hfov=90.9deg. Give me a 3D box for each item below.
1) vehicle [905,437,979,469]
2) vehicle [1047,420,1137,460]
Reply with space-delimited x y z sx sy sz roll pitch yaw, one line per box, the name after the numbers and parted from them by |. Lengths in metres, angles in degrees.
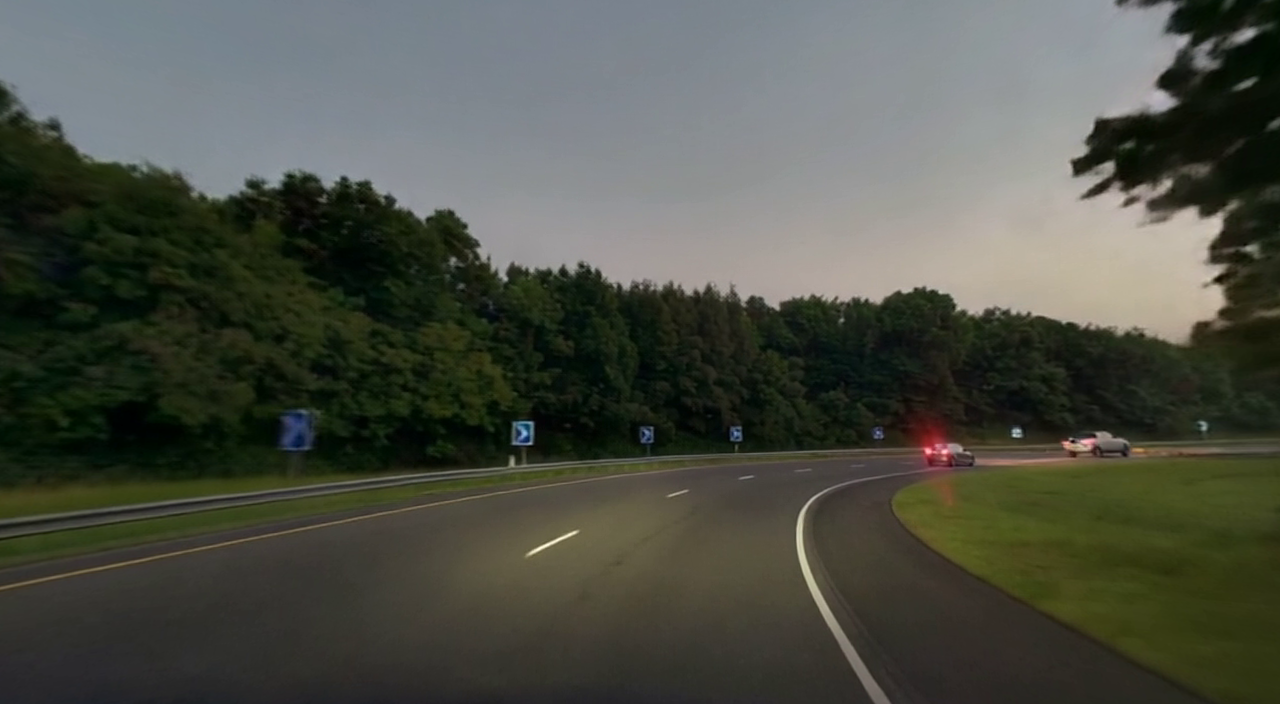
17.013 5.677 35.435 4.325 1.674 2.221 8 -12 -42 | vehicle
33.663 6.590 46.896 5.981 2.823 2.498 4 -9 -23 | vehicle
